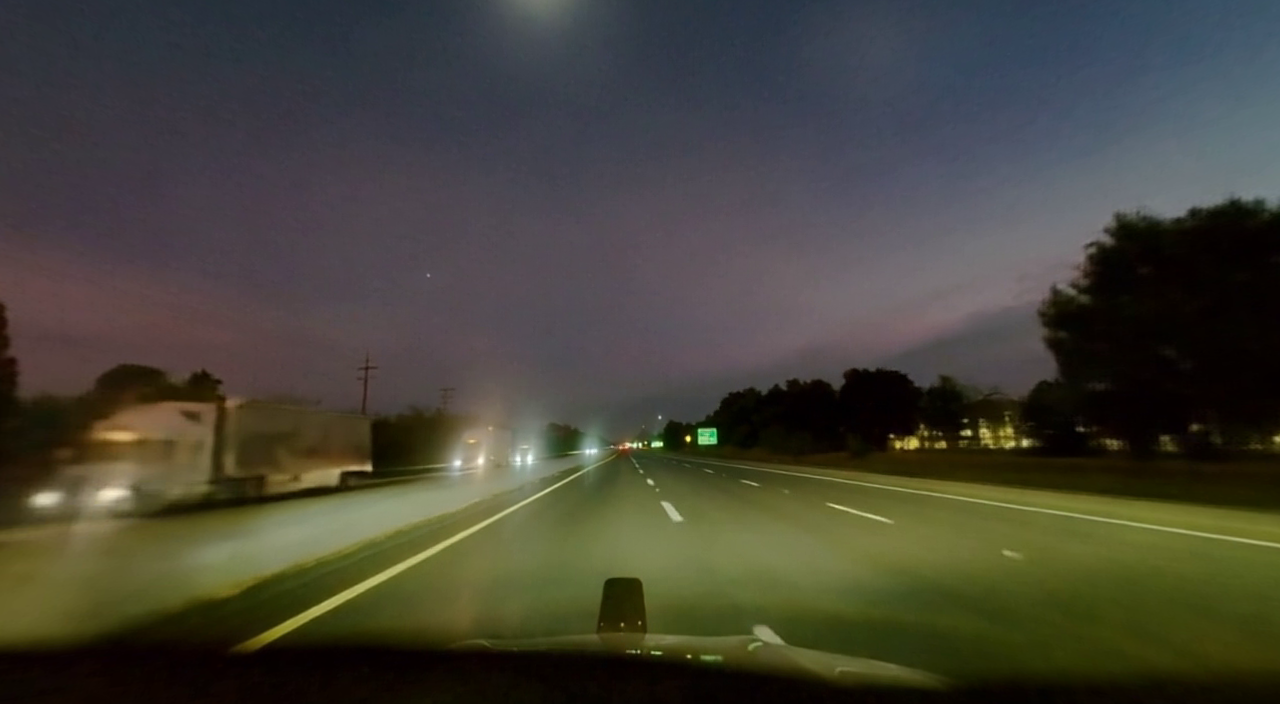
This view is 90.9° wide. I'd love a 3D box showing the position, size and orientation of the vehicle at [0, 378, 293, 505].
[{"bbox_3d":[-17.046,3.332,23.131,2.950,3.611,10.144,0,-9,-1],"label":"vehicle"}]
